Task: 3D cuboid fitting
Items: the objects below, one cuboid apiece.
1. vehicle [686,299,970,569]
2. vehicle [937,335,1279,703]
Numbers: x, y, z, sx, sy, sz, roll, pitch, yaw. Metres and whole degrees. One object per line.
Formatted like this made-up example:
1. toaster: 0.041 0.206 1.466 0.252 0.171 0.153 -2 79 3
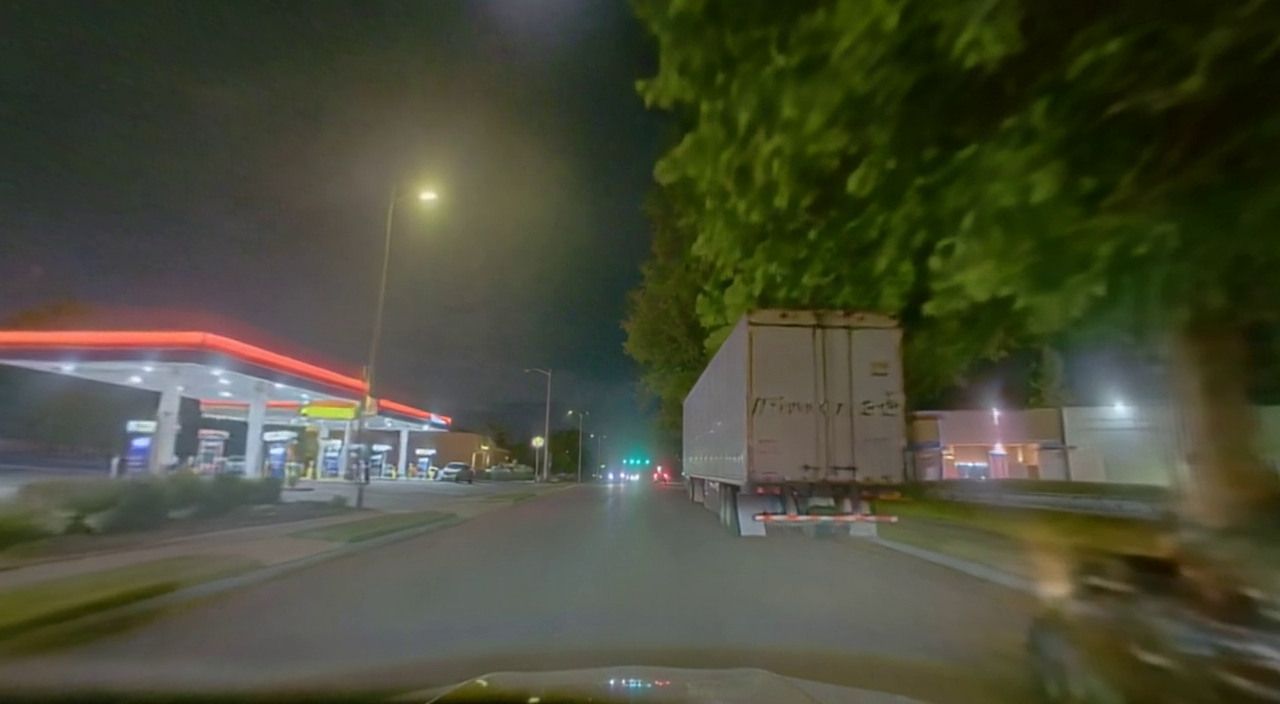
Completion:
1. vehicle: 3.328 2.436 16.582 2.990 4.098 13.928 1 -10 -1
2. vehicle: 3.248 0.939 2.305 2.050 1.906 4.374 1 -10 -2
